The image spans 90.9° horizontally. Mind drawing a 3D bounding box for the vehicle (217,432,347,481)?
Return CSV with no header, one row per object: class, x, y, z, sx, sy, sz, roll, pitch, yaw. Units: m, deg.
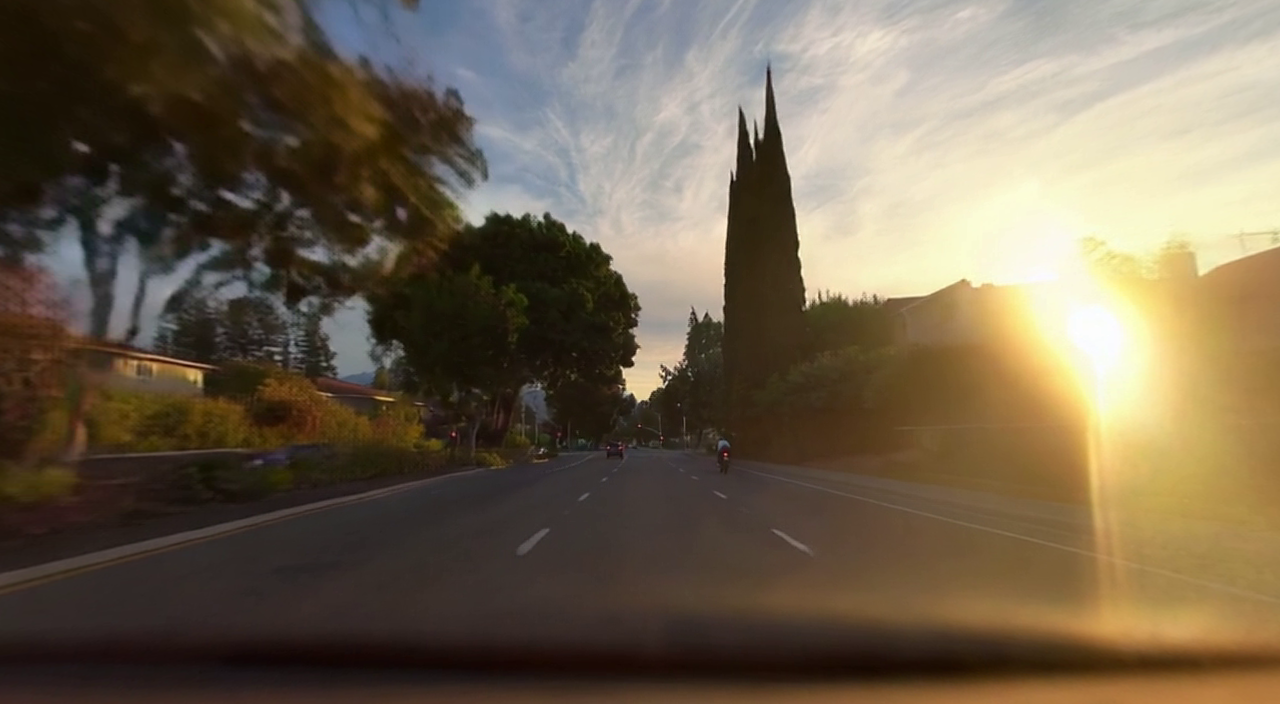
vehicle,-13.639,3.997,24.492,2.000,1.662,5.340,-1,-8,-1
